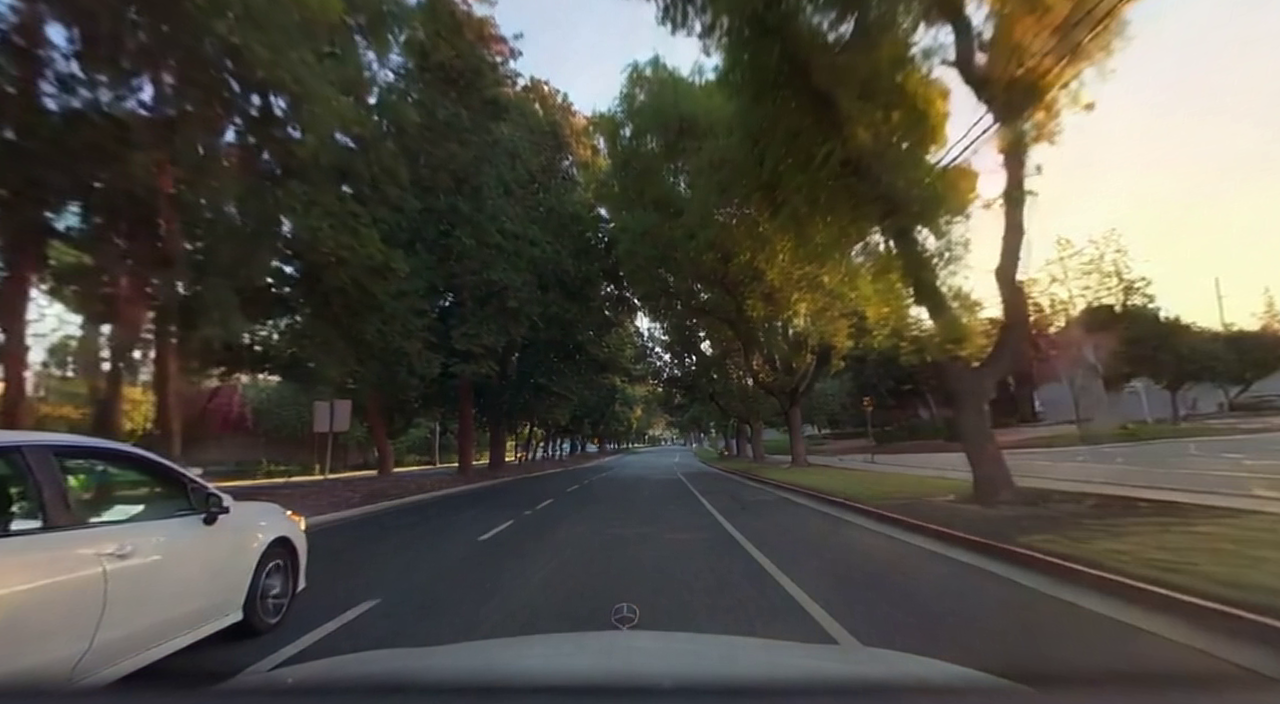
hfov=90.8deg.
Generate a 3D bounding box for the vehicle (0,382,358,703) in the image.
[{"bbox_3d":[-3.265,0.987,2.969,1.915,1.521,4.283,0,-9,0],"label":"vehicle"}]
